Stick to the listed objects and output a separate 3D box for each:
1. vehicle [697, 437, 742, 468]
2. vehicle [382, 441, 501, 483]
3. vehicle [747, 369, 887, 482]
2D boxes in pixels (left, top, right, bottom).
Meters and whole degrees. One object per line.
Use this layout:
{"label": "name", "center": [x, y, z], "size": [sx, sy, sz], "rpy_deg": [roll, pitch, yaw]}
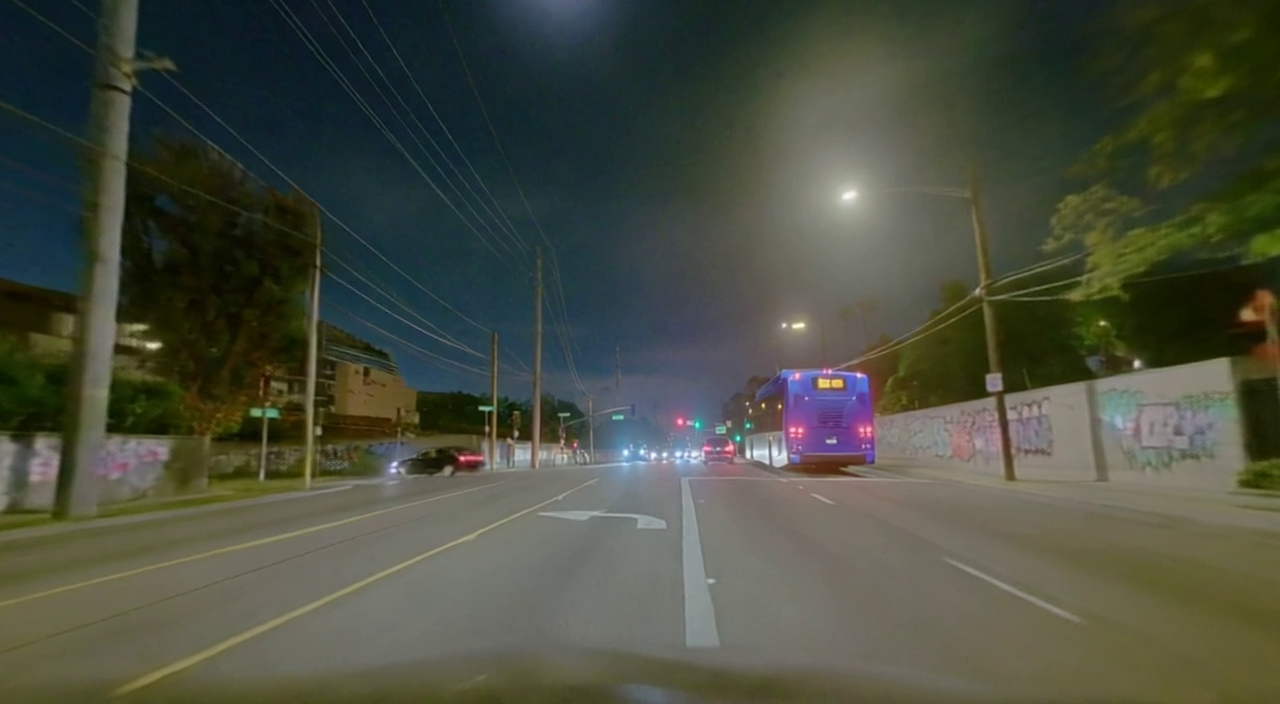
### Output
{"label": "vehicle", "center": [3.972, 5.093, 32.183], "size": [1.961, 1.470, 4.196], "rpy_deg": [-1, -8, 3]}
{"label": "vehicle", "center": [-8.043, 4.404, 25.622], "size": [4.420, 1.544, 2.018], "rpy_deg": [-5, -9, 27]}
{"label": "vehicle", "center": [6.497, 3.166, 25.815], "size": [3.045, 3.447, 12.604], "rpy_deg": [-1, -8, 4]}
